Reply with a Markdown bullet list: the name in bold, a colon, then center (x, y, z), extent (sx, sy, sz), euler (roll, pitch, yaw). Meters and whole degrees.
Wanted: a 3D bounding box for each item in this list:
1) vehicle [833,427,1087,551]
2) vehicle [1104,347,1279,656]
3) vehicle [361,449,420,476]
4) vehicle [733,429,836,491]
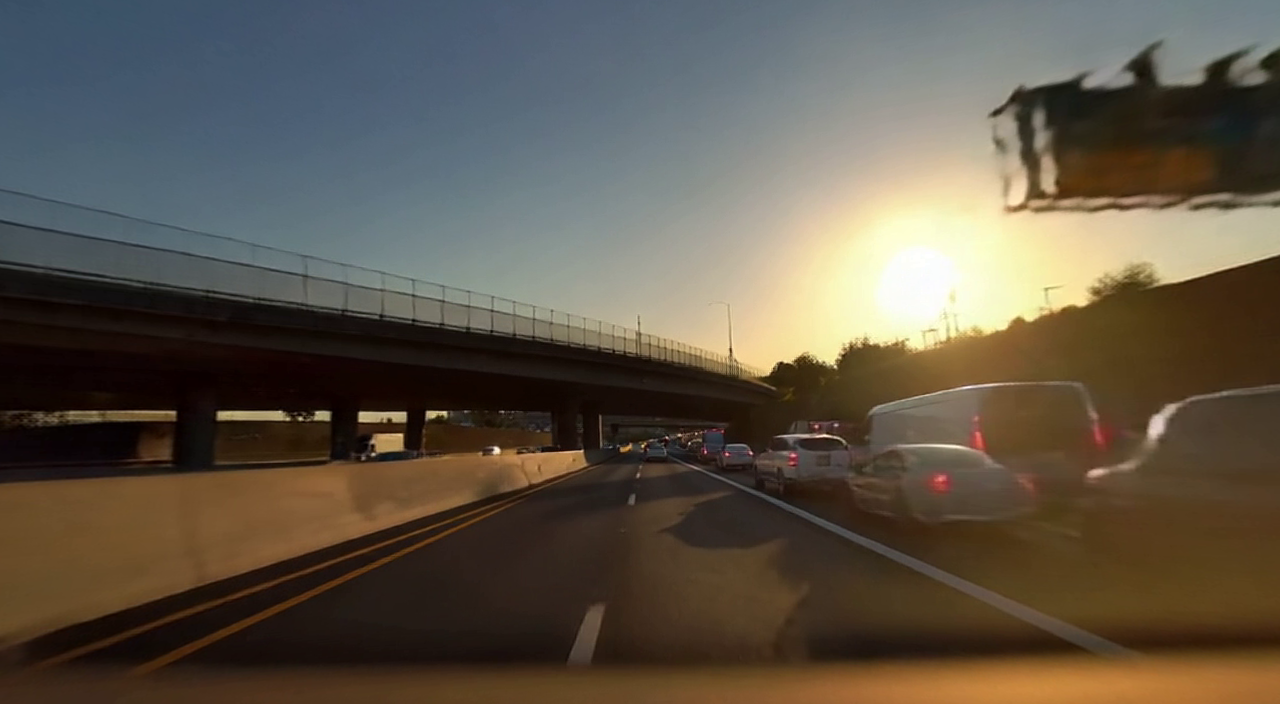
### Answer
- **vehicle**: center (4.617, 2.016, 9.924), extent (1.950, 1.529, 3.884), euler (0, -8, 0)
- **vehicle**: center (5.004, 0.780, 2.918), extent (1.991, 1.921, 4.879), euler (0, -8, 1)
- **vehicle**: center (-15.565, 6.909, 39.675), extent (1.855, 1.550, 4.300), euler (0, -8, 1)
- **vehicle**: center (4.679, 3.593, 21.361), extent (2.201, 1.804, 4.801), euler (0, -8, -2)
